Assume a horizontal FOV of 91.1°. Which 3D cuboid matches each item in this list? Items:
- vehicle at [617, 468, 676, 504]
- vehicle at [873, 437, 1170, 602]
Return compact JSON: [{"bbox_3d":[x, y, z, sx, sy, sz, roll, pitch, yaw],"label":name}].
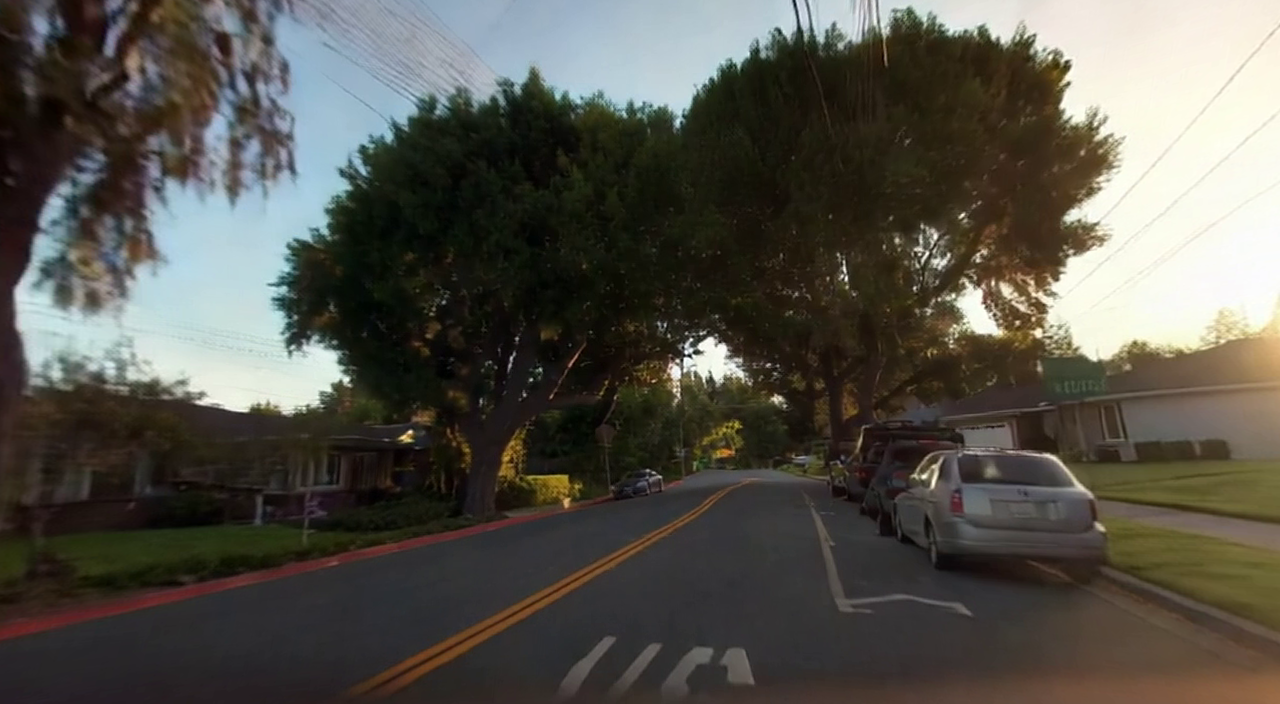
[{"bbox_3d":[0.421,6.859,32.301,2.033,1.456,4.370,-6,-10,12],"label":"vehicle"},{"bbox_3d":[4.795,2.080,8.831,2.242,1.661,4.273,-2,-9,13],"label":"vehicle"}]
